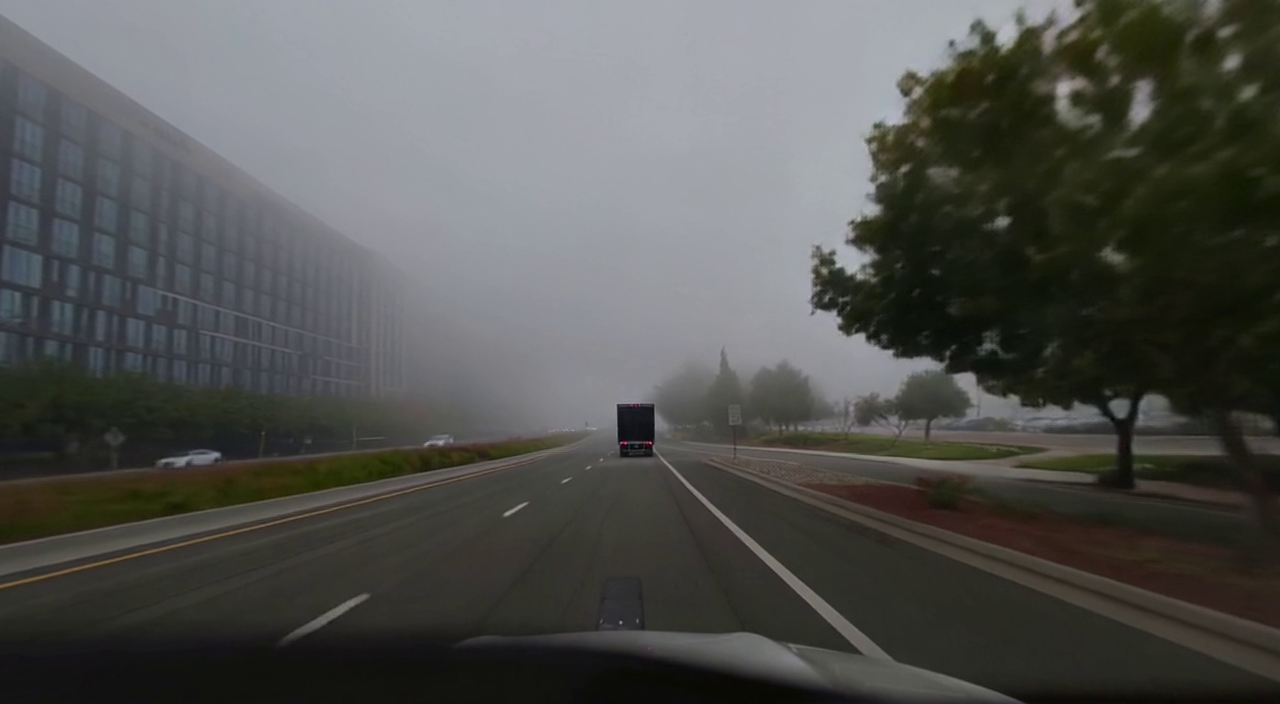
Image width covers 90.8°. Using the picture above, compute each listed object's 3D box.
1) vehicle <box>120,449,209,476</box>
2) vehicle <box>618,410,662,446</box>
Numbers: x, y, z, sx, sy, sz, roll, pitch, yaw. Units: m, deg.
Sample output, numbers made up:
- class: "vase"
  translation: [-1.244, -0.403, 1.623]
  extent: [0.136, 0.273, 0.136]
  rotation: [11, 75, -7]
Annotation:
- class: "vehicle"
  translation: [-33.132, 7.668, 44.239]
  extent: [2.086, 1.735, 4.876]
  rotation: [-1, -9, 6]
- class: "vehicle"
  translation: [-0.091, 4.218, 34.510]
  extent: [2.178, 1.829, 4.932]
  rotation: [0, -9, -2]
